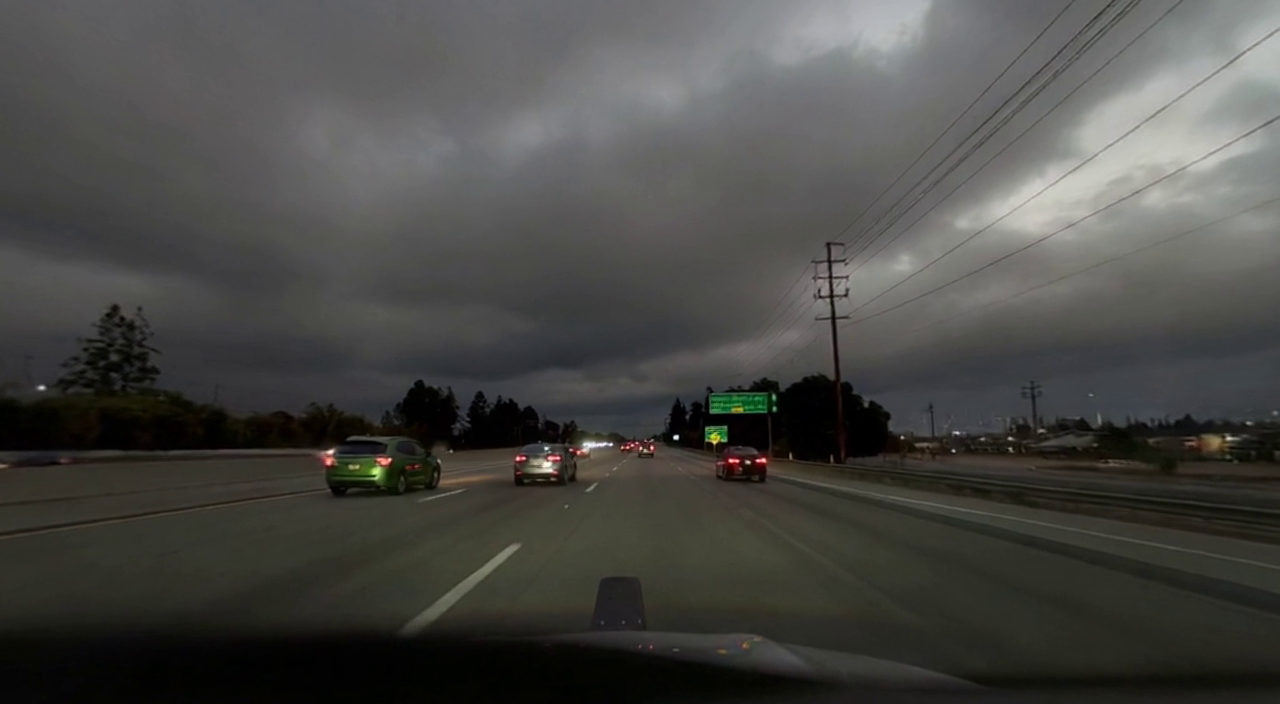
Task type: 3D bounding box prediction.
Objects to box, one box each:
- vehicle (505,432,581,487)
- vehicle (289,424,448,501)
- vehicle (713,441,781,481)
[{"bbox_3d":[-3.250,3.682,21.967,1.961,1.704,4.052,0,-8,1],"label":"vehicle"},{"bbox_3d":[-7.246,2.996,17.558,2.162,1.805,4.853,0,-8,2],"label":"vehicle"},{"bbox_3d":[4.260,4.389,25.795,1.964,1.479,4.252,0,-8,-1],"label":"vehicle"}]
